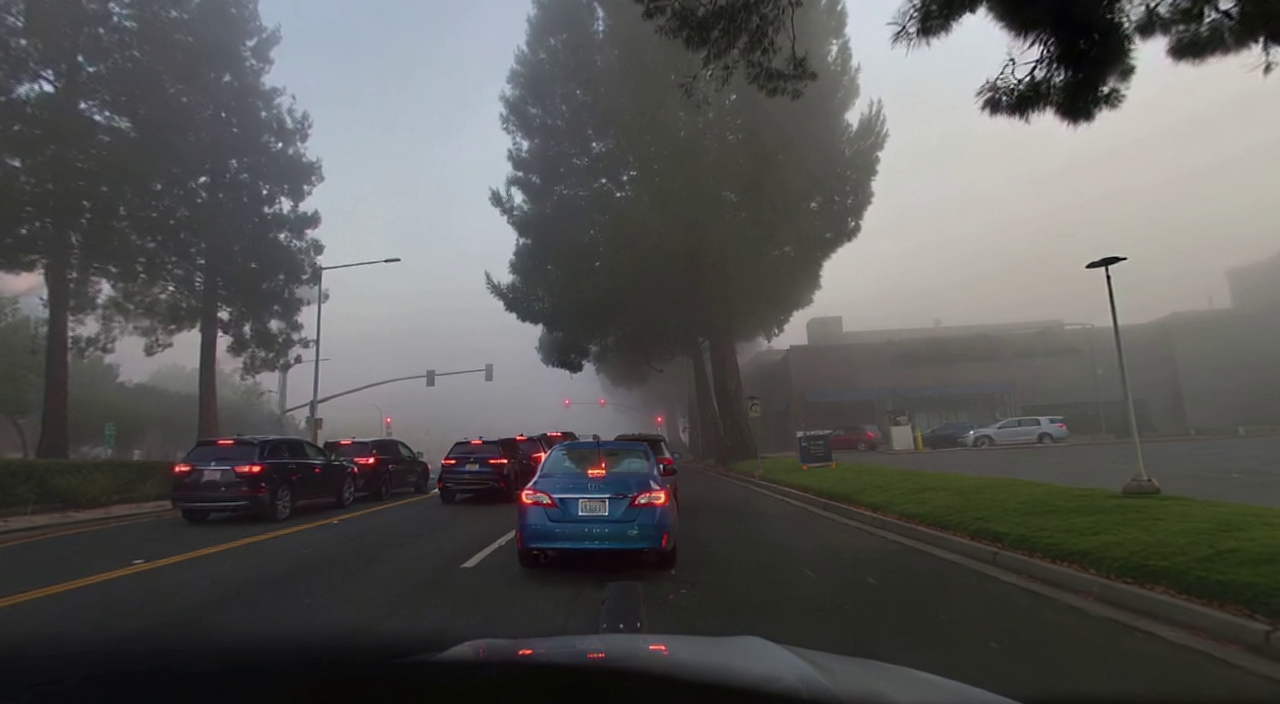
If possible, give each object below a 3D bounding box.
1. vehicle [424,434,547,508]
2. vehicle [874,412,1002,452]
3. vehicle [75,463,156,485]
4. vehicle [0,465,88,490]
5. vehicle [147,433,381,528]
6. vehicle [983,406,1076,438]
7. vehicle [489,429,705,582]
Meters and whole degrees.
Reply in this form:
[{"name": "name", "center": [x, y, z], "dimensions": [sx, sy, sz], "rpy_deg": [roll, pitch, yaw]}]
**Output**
[{"name": "vehicle", "center": [-3.613, 2.861, 15.611], "dimensions": [1.969, 1.570, 4.019], "rpy_deg": [0, -9, 1]}, {"name": "vehicle", "center": [13.949, 3.797, 29.791], "dimensions": [4.975, 1.809, 1.956], "rpy_deg": [0, -9, 2]}, {"name": "vehicle", "center": [-36.349, 8.439, 43.864], "dimensions": [3.918, 1.423, 1.861], "rpy_deg": [0, -9, 0]}, {"name": "vehicle", "center": [-36.616, 7.630, 38.539], "dimensions": [4.093, 1.440, 1.804], "rpy_deg": [0, -9, 0]}, {"name": "vehicle", "center": [-7.271, 2.506, 12.912], "dimensions": [2.096, 1.593, 4.288], "rpy_deg": [0, -9, 1]}, {"name": "vehicle", "center": [27.747, 5.035, 45.166], "dimensions": [5.333, 1.880, 2.130], "rpy_deg": [-8, -9, 30]}, {"name": "vehicle", "center": [-0.412, 1.803, 8.207], "dimensions": [2.104, 1.472, 3.946], "rpy_deg": [0, -9, 0]}]
